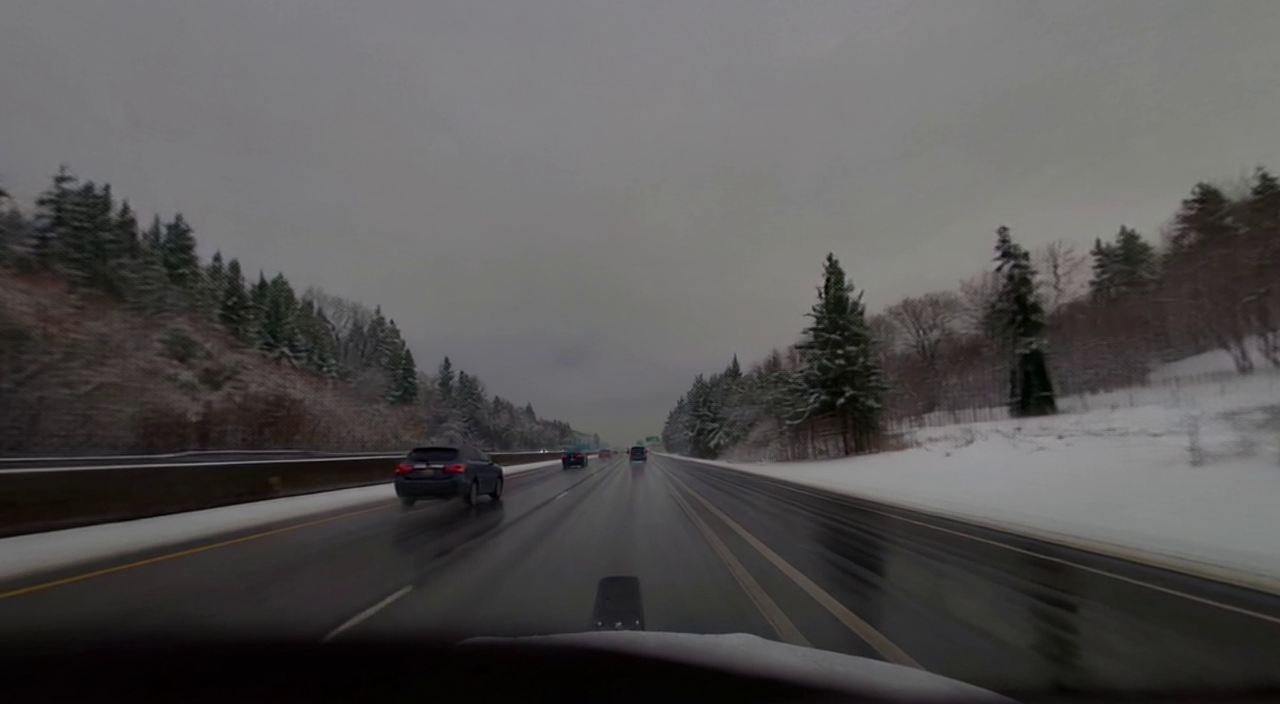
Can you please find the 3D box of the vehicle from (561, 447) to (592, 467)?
[{"bbox_3d":[-4.906,8.175,49.228,2.052,1.468,4.390,0,-8,0],"label":"vehicle"}]

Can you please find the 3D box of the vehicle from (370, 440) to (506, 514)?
[{"bbox_3d":[-4.615,2.894,15.169,1.838,1.508,4.317,0,-8,0],"label":"vehicle"}]
